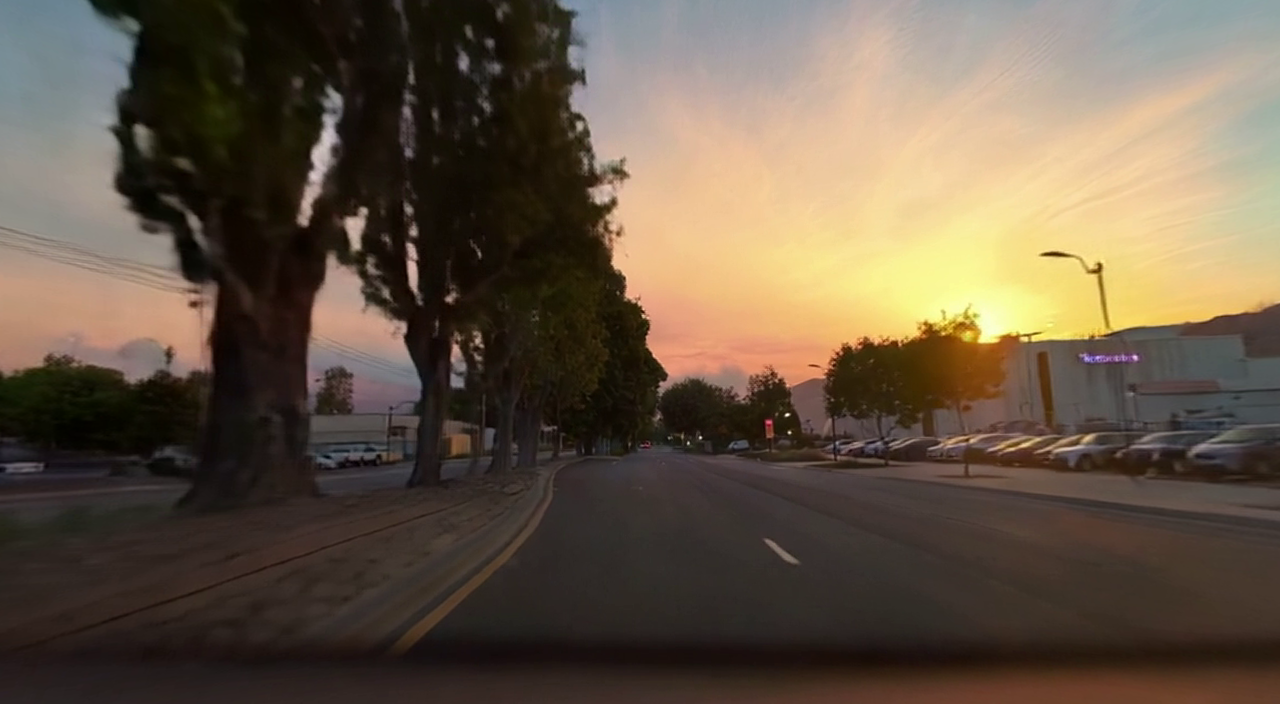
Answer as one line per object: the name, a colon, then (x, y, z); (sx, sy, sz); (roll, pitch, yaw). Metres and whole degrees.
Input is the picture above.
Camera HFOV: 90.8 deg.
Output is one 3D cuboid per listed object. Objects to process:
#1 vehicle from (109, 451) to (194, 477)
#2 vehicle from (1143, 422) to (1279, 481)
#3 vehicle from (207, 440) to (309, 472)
vehicle: (-31.274, 7.128, 40.611); (1.863, 1.525, 4.518); (0, -9, 0)
vehicle: (20.142, 3.248, 20.697); (5.392, 1.820, 2.247); (0, -9, -1)
vehicle: (-25.465, 6.937, 42.218); (5.442, 1.851, 2.152); (-3, -9, 1)
